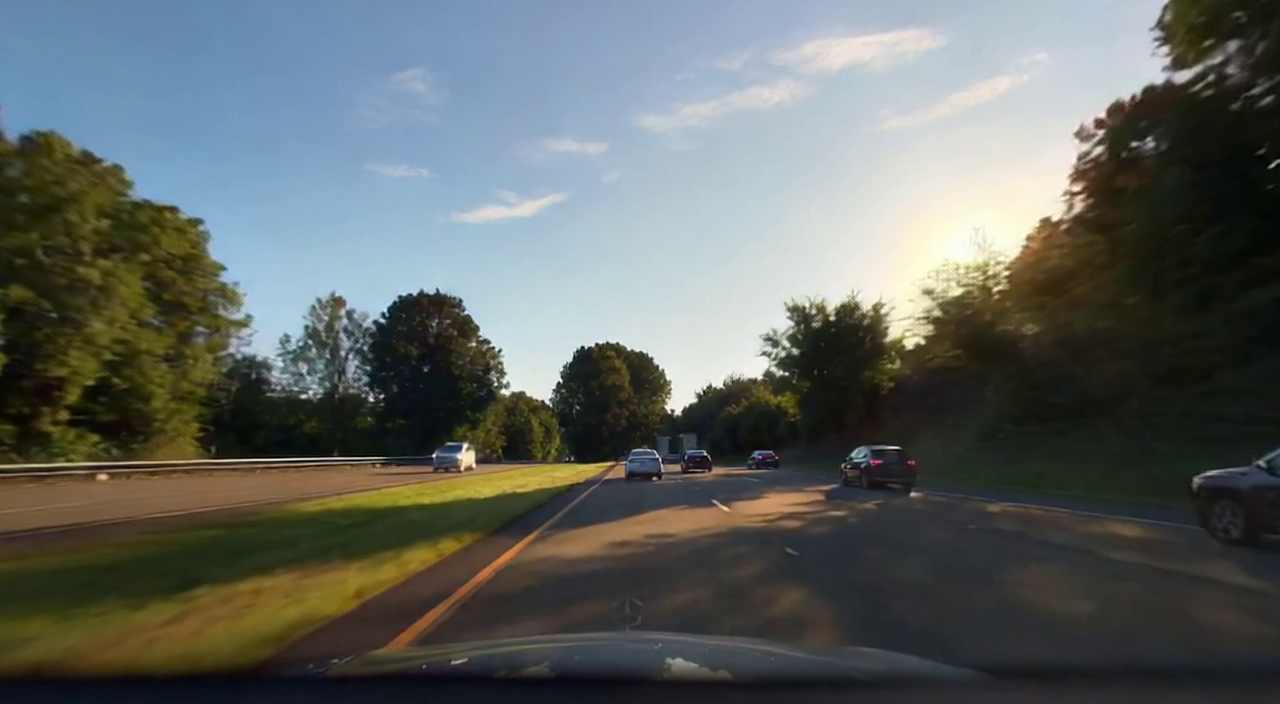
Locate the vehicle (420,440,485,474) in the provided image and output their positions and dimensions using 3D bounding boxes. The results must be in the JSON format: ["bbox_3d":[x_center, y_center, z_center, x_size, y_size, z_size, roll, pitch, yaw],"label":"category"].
[{"bbox_3d":[-9.518,5.379,32.298,2.015,1.592,4.220,0,-9,0],"label":"vehicle"}]

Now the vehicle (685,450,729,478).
[{"bbox_3d":[3.837,6.462,36.691,1.981,1.518,4.029,0,-9,-2],"label":"vehicle"}]

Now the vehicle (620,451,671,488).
[{"bbox_3d":[0.188,4.917,26.723,2.020,1.426,3.702,0,-9,-1],"label":"vehicle"}]

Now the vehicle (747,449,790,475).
[{"bbox_3d":[8.414,7.209,41.516,1.957,1.594,3.632,0,-9,-2],"label":"vehicle"}]

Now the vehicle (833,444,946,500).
[{"bbox_3d":[7.548,3.648,19.497,1.847,1.554,3.752,0,-9,-1],"label":"vehicle"}]
